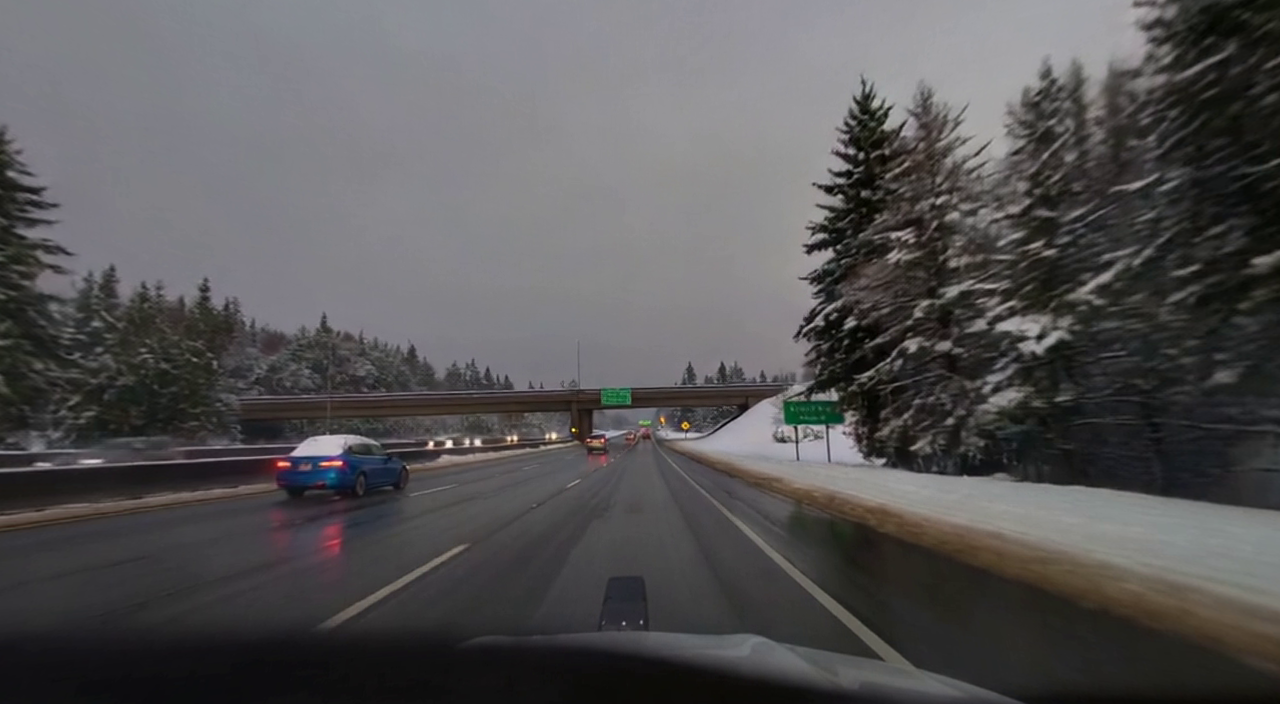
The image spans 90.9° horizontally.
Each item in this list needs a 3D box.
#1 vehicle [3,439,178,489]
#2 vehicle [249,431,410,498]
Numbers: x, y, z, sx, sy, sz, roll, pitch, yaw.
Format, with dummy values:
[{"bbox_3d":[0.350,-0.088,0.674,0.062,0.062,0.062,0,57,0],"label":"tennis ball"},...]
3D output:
[{"bbox_3d":[-17.742,3.611,20.697,1.867,1.458,4.243,0,-8,0],"label":"vehicle"},{"bbox_3d":[-7.783,2.852,16.358,1.987,1.486,4.174,0,-8,1],"label":"vehicle"}]
